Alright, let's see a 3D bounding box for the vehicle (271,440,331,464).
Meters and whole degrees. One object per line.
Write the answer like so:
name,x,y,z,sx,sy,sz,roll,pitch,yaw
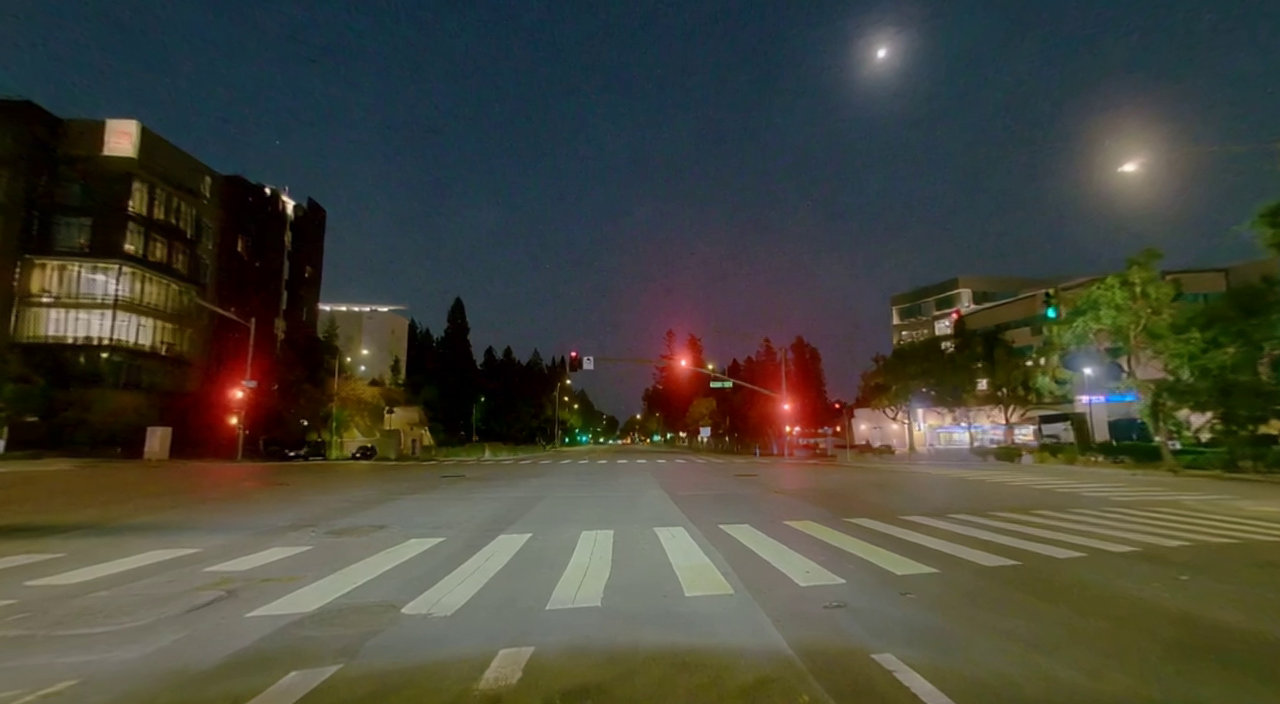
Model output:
vehicle,-21.880,6.456,40.935,2.005,1.496,4.020,1,-9,-6
